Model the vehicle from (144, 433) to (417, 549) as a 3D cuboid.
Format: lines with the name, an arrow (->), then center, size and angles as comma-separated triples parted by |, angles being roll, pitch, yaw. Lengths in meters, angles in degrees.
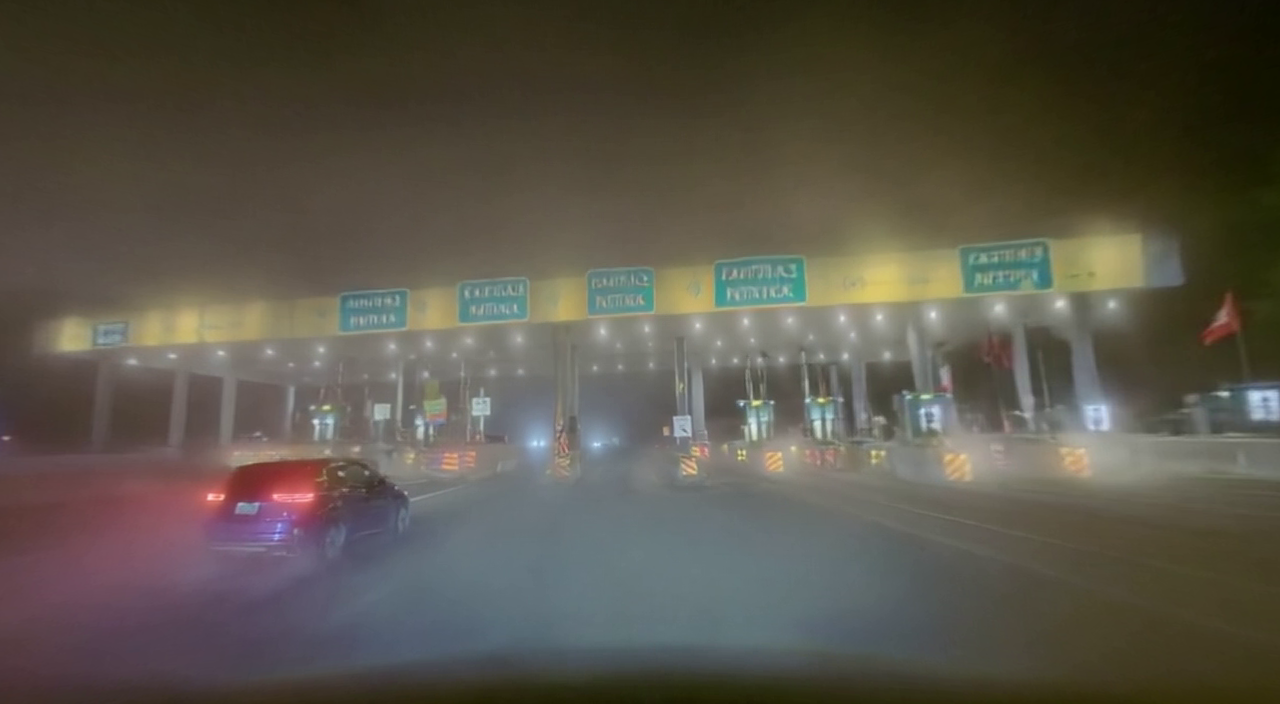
vehicle -> -5.379, 2.104, 10.312 | 1.981, 1.465, 4.334 | 0, -8, -1
